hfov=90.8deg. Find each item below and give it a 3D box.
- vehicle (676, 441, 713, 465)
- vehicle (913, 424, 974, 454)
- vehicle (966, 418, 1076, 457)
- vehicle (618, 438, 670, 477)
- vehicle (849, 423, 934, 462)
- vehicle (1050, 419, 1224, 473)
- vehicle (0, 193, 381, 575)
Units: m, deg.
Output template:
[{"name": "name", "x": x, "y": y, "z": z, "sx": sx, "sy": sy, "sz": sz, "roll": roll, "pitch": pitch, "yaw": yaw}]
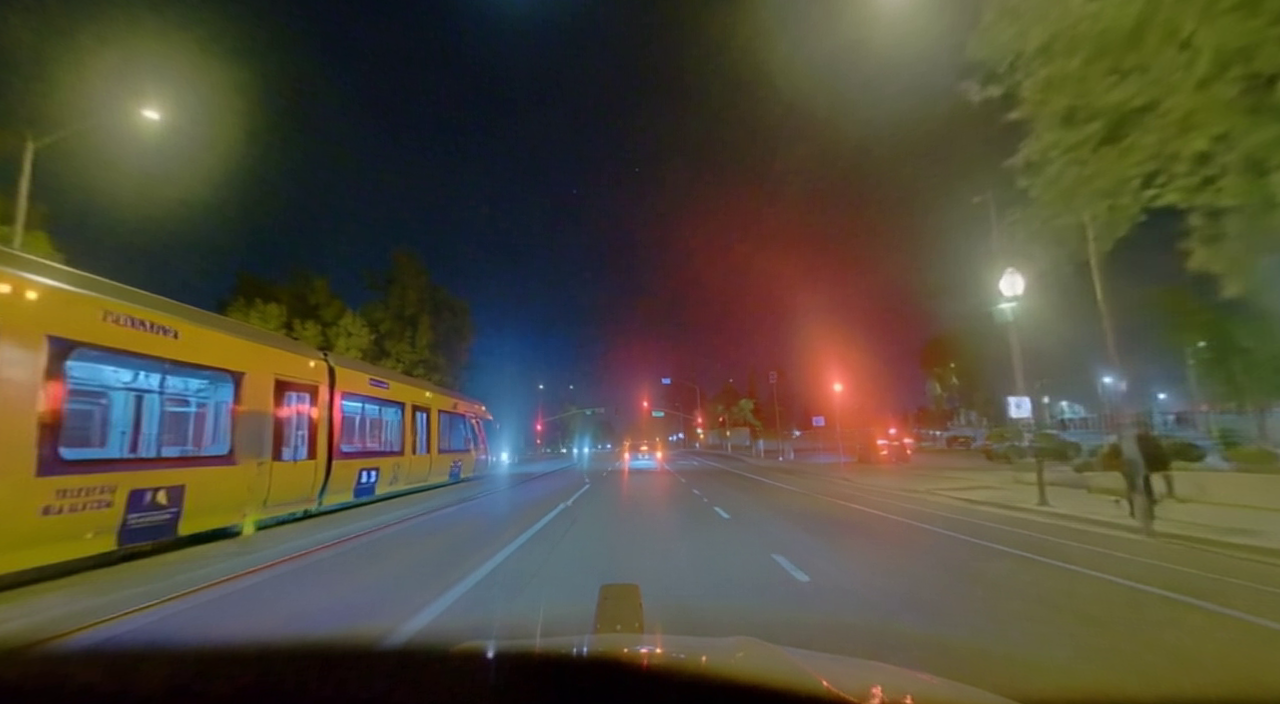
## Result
[{"name": "vehicle", "x": 3.474, "y": 6.512, "z": 41.037, "sx": 1.944, "sy": 1.447, "sz": 4.392, "roll": 0, "pitch": -8, "yaw": 0}, {"name": "vehicle", "x": 19.777, "y": 5.733, "z": 41.425, "sx": 1.914, "sy": 1.823, "sz": 4.334, "roll": 0, "pitch": -8, "yaw": 2}, {"name": "vehicle", "x": 19.495, "y": 4.447, "z": 32.745, "sx": 2.159, "sy": 1.817, "sz": 5.675, "roll": 0, "pitch": -8, "yaw": 0}, {"name": "vehicle", "x": 0.135, "y": 4.376, "z": 26.411, "sx": 2.002, "sy": 1.471, "sz": 4.337, "roll": 0, "pitch": -8, "yaw": 0}, {"name": "vehicle", "x": 13.281, "y": 4.858, "z": 33.812, "sx": 2.145, "sy": 1.911, "sz": 5.581, "roll": 0, "pitch": -8, "yaw": -1}, {"name": "vehicle", "x": 15.368, "y": 2.953, "z": 19.949, "sx": 1.780, "sy": 1.498, "sz": 4.611, "roll": 0, "pitch": -8, "yaw": 1}, {"name": "vehicle", "x": -7.686, "y": 0.568, "z": 8.263, "sx": 2.897, "sy": 3.700, "sz": 13.528, "roll": 0, "pitch": -7, "yaw": 0}]
